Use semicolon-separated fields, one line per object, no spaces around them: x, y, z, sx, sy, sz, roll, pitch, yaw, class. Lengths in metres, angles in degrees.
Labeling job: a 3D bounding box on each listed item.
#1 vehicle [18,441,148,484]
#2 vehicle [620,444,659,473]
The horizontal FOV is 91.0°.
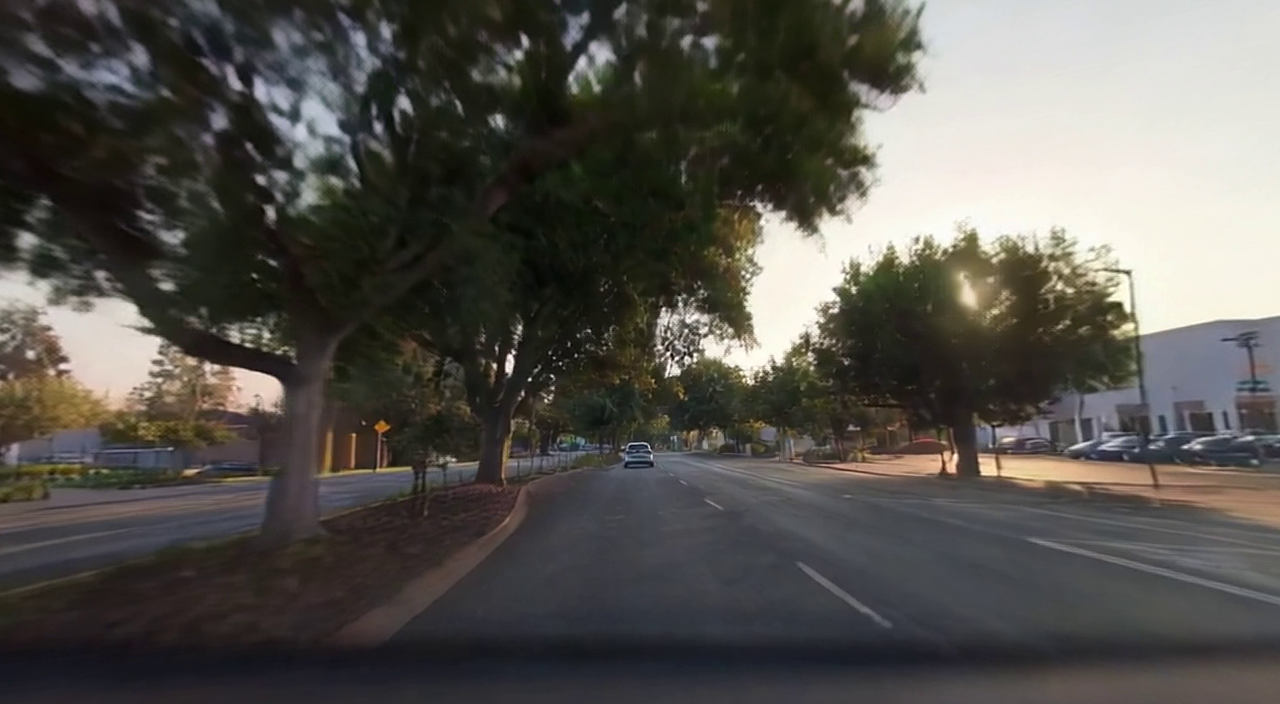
-28.145;5.571;32.091;2.191;1.947;5.156;1;-9;-5;vehicle
-0.073;5.746;34.062;1.998;1.452;3.773;0;-9;-2;vehicle
